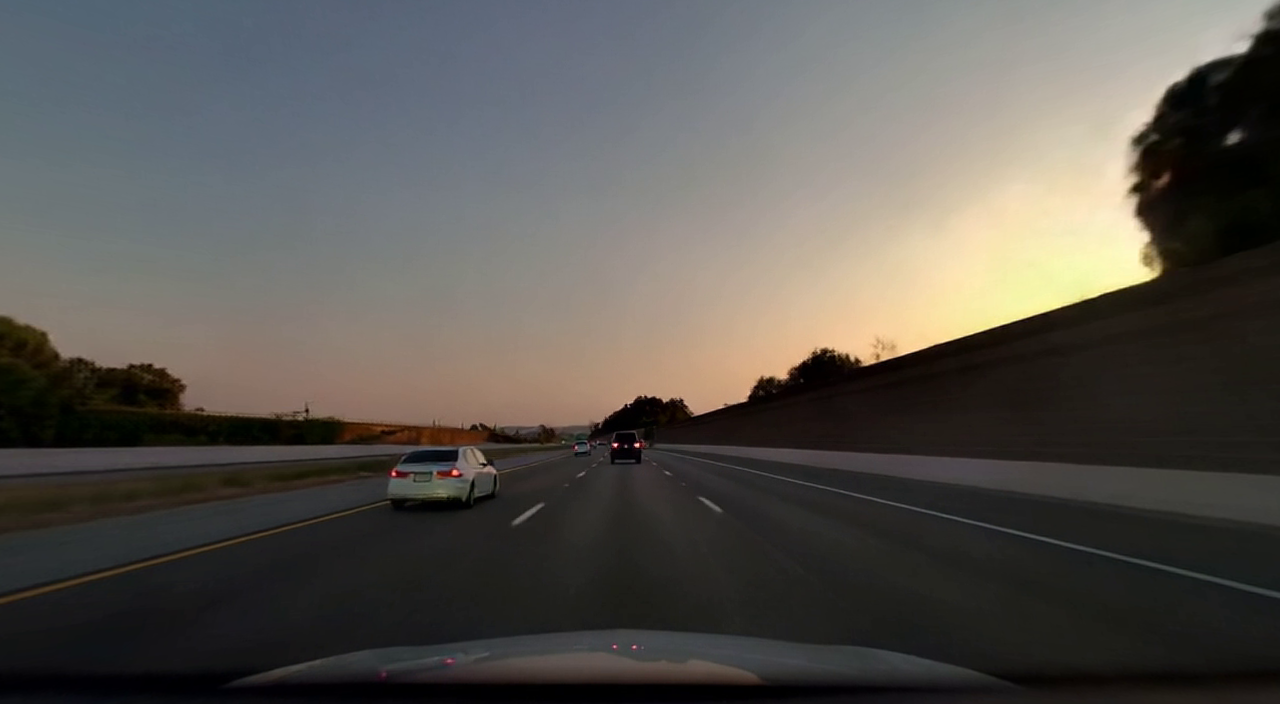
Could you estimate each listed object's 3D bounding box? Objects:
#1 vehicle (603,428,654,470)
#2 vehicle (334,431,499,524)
[{"bbox_3d":[-0.598,4.873,31.815,2.382,1.973,4.439,0,-8,-2],"label":"vehicle"},{"bbox_3d":[-4.244,2.416,12.667,1.945,1.550,3.780,0,-8,0],"label":"vehicle"}]
